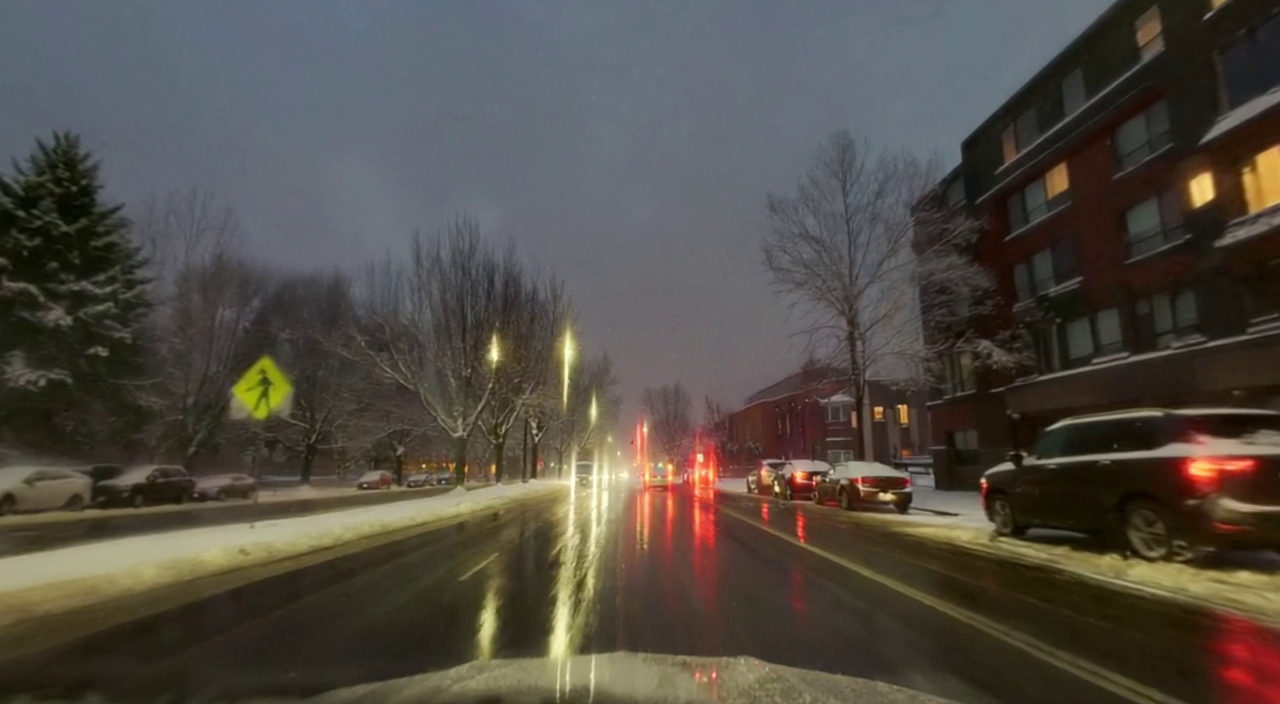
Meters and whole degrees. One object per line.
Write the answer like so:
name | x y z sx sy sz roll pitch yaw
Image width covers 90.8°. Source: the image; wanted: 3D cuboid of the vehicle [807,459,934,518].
vehicle | 6.902 4.101 19.475 2.269 1.506 4.152 0 -8 -1

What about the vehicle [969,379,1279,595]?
vehicle | 7.500 1.716 8.947 2.582 2.116 5.419 0 -8 -2

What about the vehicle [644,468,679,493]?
vehicle | 1.535 9.509 46.933 2.201 1.589 3.843 0 -8 -4

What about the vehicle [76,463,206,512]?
vehicle | -21.789 5.896 27.872 2.270 1.830 4.409 0 -8 -3

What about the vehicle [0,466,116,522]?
vehicle | -21.474 4.925 22.262 1.943 1.642 4.818 0 -8 -2

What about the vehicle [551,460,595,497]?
vehicle | -4.007 7.632 38.566 2.223 1.957 4.845 0 -8 0

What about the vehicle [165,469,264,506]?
vehicle | -21.955 6.997 32.862 1.999 1.562 4.803 0 -8 -3
